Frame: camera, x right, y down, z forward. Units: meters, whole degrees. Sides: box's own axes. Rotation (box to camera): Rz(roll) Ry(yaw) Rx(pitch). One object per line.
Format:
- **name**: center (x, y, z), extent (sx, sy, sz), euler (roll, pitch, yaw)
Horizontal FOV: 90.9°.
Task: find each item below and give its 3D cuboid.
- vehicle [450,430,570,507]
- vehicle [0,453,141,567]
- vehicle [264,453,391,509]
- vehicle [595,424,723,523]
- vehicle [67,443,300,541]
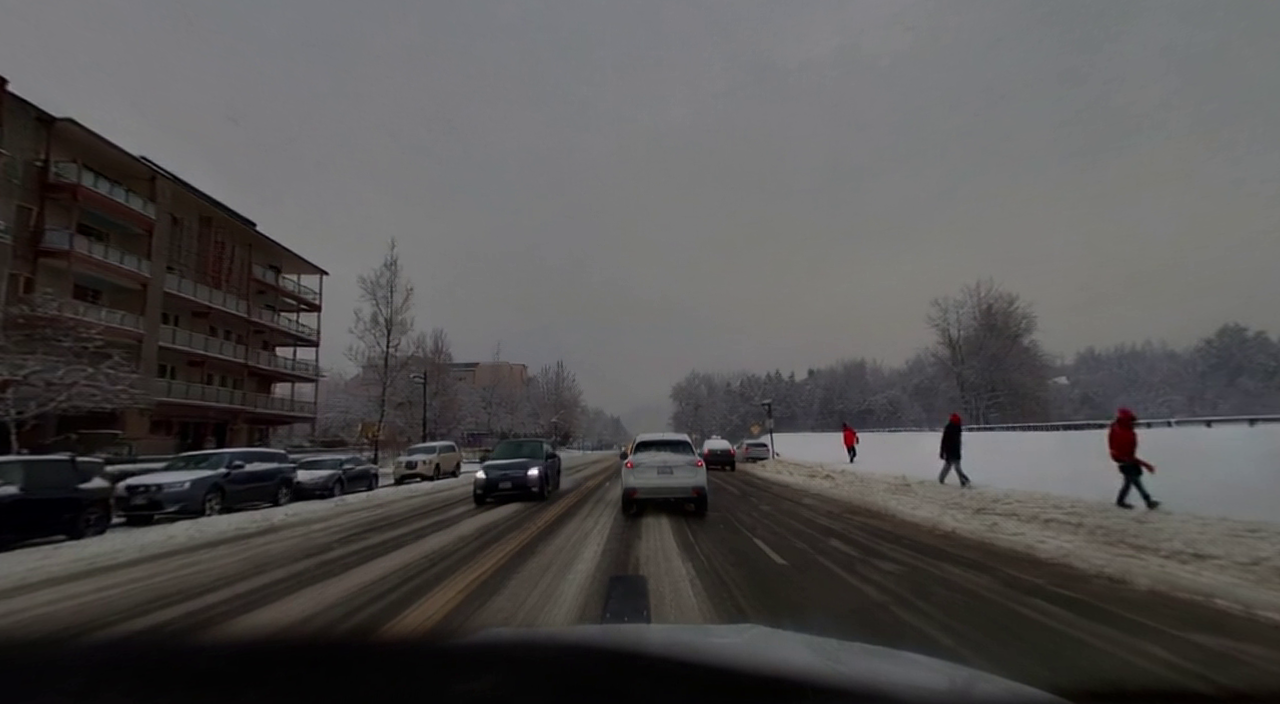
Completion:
- **vehicle**: center (-3.149, 2.946, 16.341), extent (2.086, 1.702, 4.451), euler (-1, -9, 1)
- **vehicle**: center (-10.449, 2.421, 9.741), extent (1.869, 1.647, 4.281), euler (-1, -9, 1)
- **vehicle**: center (-10.214, 4.212, 21.081), extent (1.860, 1.487, 4.658), euler (-1, -8, 0)
- **vehicle**: center (0.293, 2.323, 12.525), extent (2.132, 1.632, 3.838), euler (0, -9, 0)
- **vehicle**: center (-10.367, 3.122, 14.927), extent (1.940, 1.816, 4.721), euler (-1, -8, 1)
